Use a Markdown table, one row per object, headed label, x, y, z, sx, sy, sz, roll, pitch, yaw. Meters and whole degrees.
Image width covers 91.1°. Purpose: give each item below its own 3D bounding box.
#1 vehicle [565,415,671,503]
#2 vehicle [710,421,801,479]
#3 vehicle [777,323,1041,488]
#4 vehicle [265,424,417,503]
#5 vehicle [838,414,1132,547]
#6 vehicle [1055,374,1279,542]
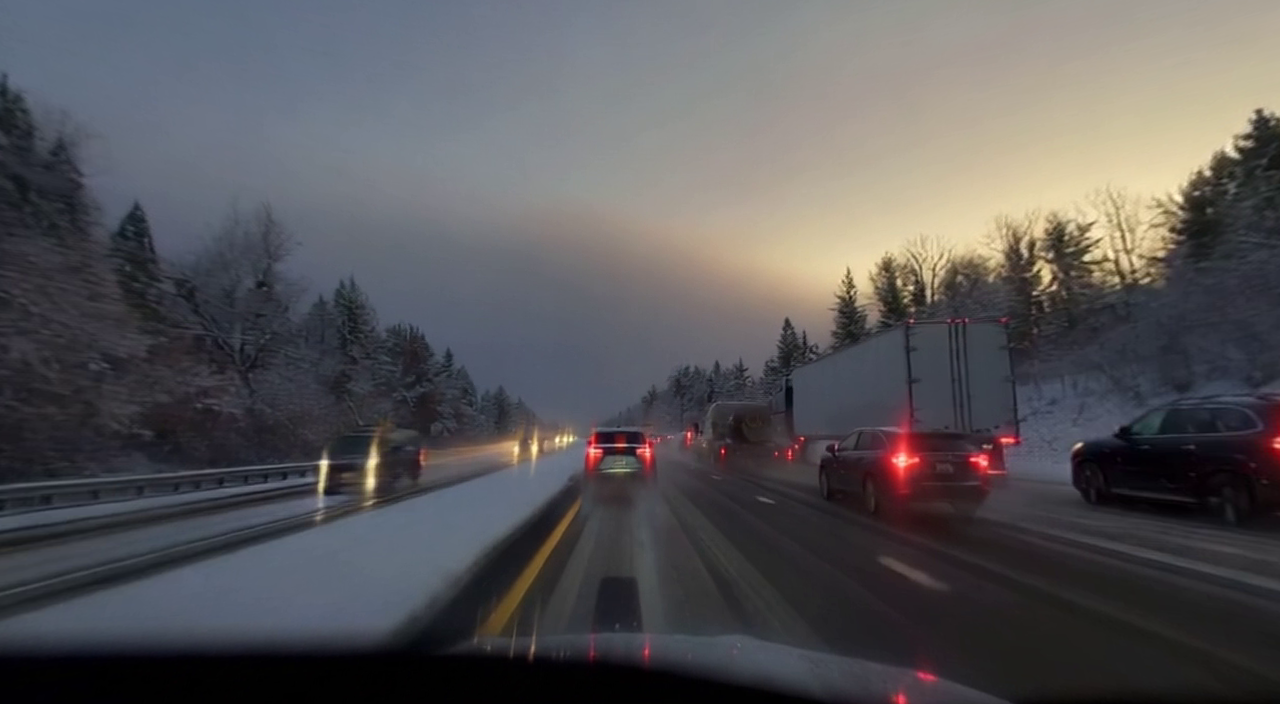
| label | x | y | z | sx | sy | sz | roll | pitch | yaw |
| --- | --- | --- | --- | --- | --- | --- | --- | --- | --- |
| vehicle | -0.474 | 2.416 | 14.689 | 2.087 | 1.709 | 4.455 | 0 | -8 | -1 |
| vehicle | 3.648 | 3.177 | 20.674 | 2.147 | 1.707 | 3.963 | 0 | -8 | -2 |
| vehicle | 8.188 | 2.232 | 22.662 | 2.908 | 4.099 | 14.103 | 0 | -8 | -2 |
| vehicle | -8.054 | 3.016 | 17.511 | 2.152 | 1.903 | 4.339 | 0 | -8 | -1 |
| vehicle | 4.659 | 1.764 | 9.380 | 2.040 | 1.523 | 4.068 | 0 | -8 | -1 |
| vehicle | 8.571 | 1.445 | 8.885 | 2.116 | 1.965 | 4.691 | 0 | -8 | -1 |
